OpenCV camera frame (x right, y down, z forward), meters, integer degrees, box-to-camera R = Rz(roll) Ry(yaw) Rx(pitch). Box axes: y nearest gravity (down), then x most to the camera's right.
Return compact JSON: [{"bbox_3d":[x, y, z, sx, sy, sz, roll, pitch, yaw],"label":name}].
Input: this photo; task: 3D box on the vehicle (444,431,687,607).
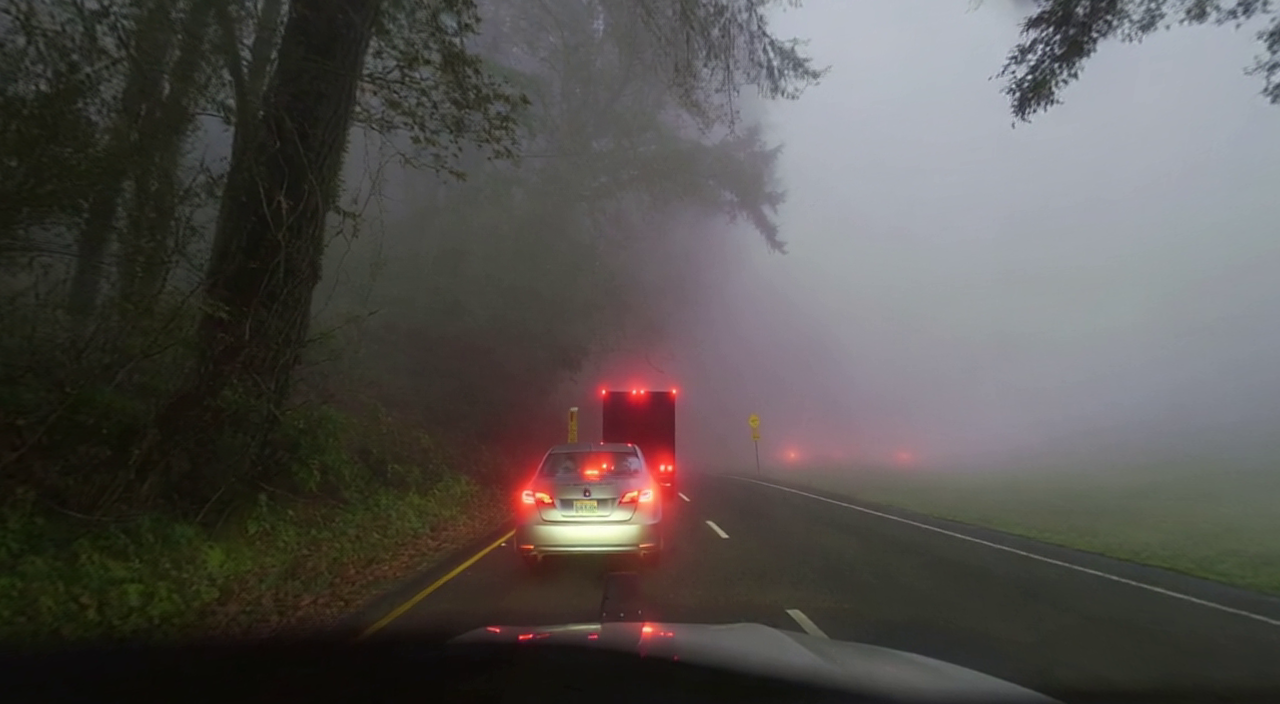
[{"bbox_3d":[-0.627,1.746,7.504,2.076,1.490,4.078,0,-9,0],"label":"vehicle"}]
